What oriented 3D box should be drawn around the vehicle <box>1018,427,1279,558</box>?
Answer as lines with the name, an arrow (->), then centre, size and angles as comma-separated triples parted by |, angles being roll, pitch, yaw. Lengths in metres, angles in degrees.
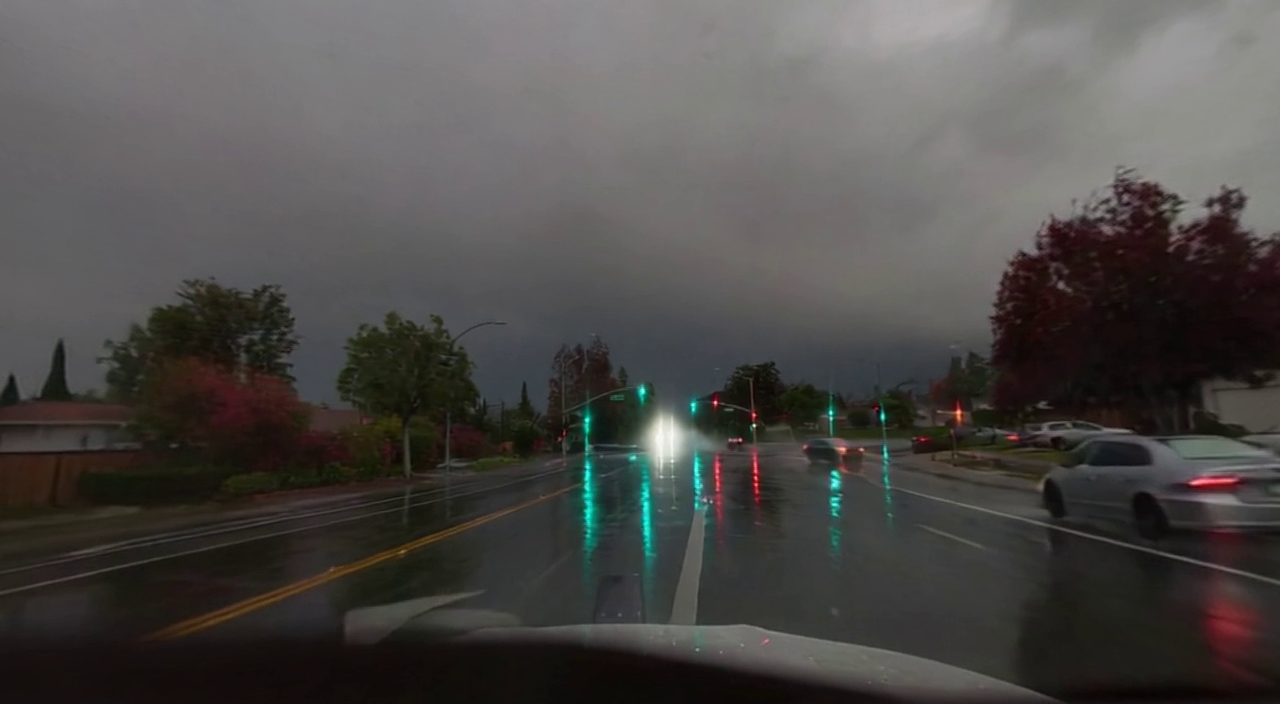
vehicle -> 7.656, 1.874, 9.168 | 1.917, 1.440, 4.335 | -1, -8, 5

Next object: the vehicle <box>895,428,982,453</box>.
vehicle -> 19.697, 5.851, 41.873 | 4.702, 1.595, 1.986 | -1, -9, 6
